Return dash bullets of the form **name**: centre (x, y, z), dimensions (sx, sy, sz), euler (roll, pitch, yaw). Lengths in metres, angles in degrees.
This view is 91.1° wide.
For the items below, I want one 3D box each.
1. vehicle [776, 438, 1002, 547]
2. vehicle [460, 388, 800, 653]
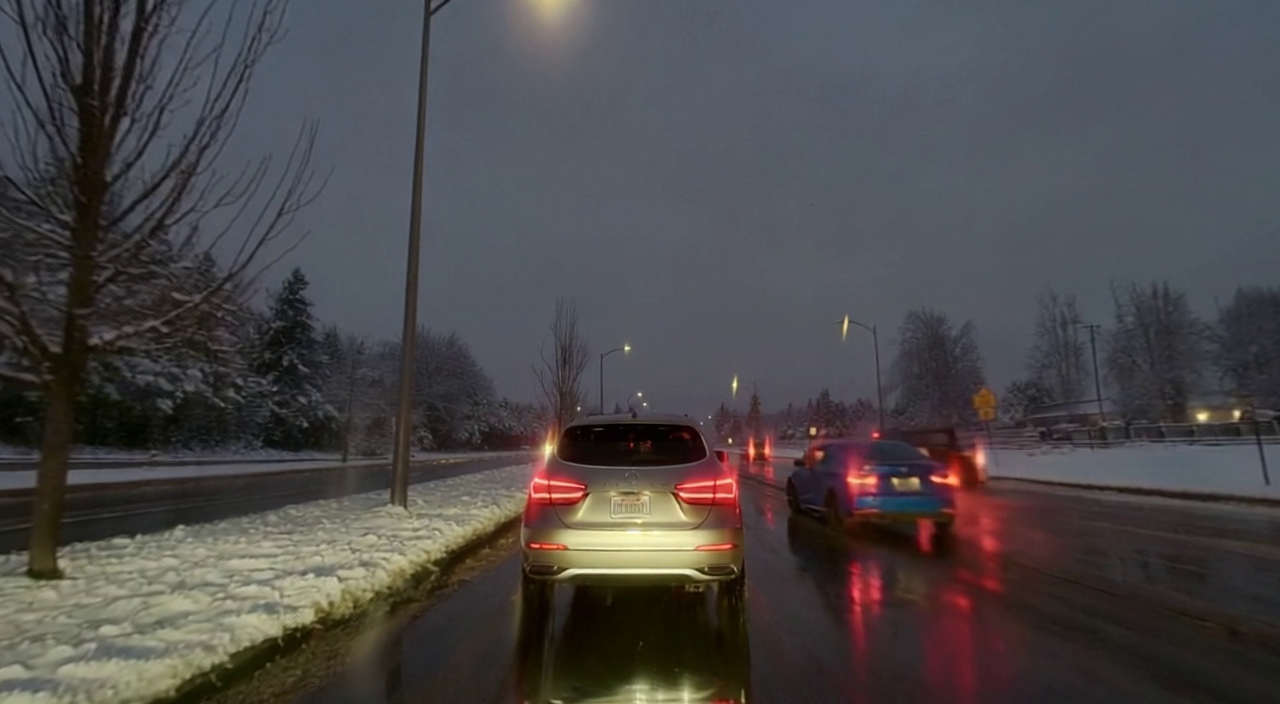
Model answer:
- **vehicle**: centre (3.879, 2.246, 10.789), dimensions (2.058, 1.468, 4.339), euler (0, -9, 0)
- **vehicle**: centre (-0.082, 1.381, 6.139), dimensions (2.172, 1.694, 4.055), euler (0, -8, -1)
